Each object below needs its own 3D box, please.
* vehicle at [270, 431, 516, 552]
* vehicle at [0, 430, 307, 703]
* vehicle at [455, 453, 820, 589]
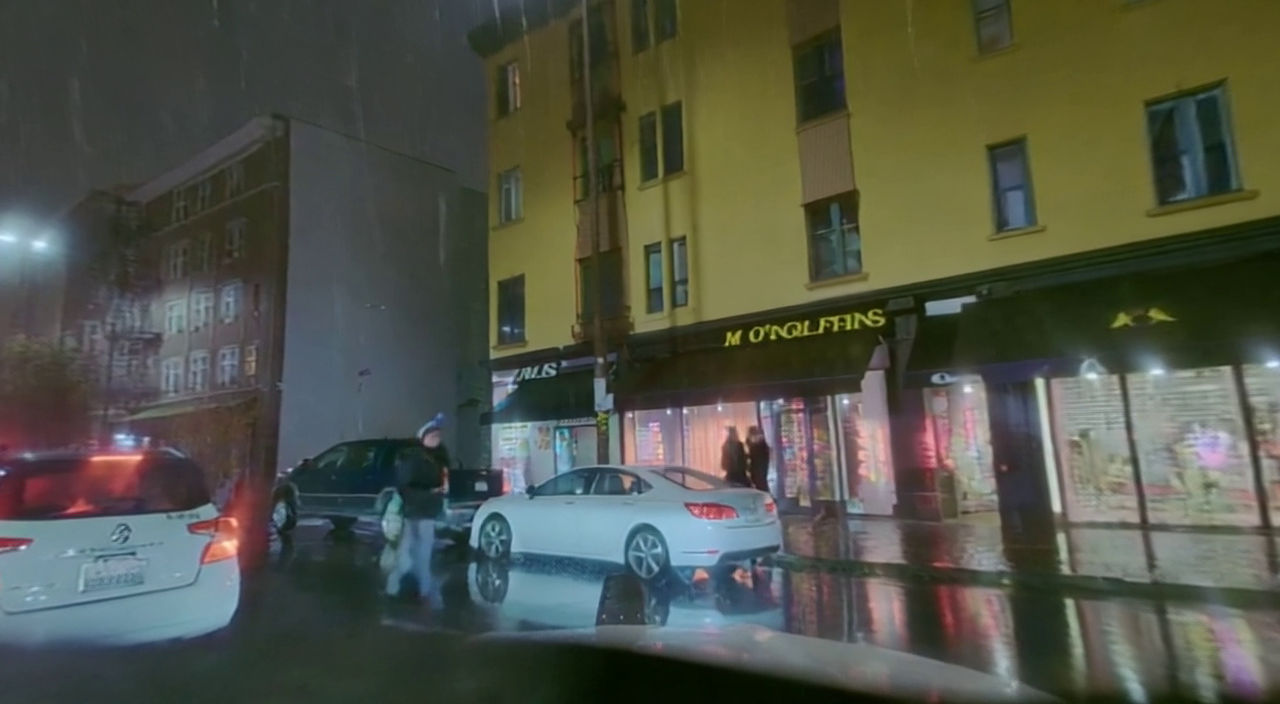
[{"bbox_3d":[-4.703,2.465,11.870,4.580,1.853,1.862,-6,-10,32],"label":"vehicle"},{"bbox_3d":[-4.535,1.347,4.587,4.330,1.458,1.932,-6,-10,36],"label":"vehicle"},{"bbox_3d":[-0.172,2.153,8.895,4.830,1.421,1.826,-5,-10,30],"label":"vehicle"}]
